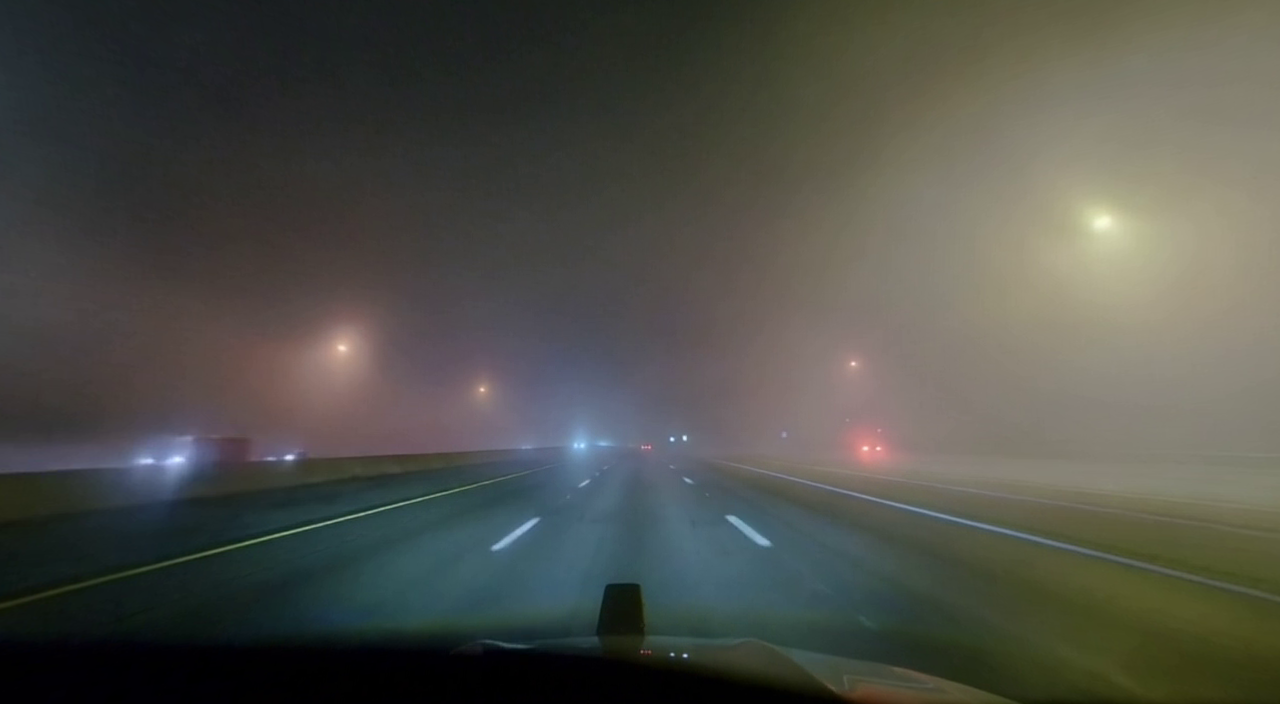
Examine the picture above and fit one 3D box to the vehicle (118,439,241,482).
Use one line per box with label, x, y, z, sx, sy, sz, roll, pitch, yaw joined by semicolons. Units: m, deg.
vehicle;-23.225;5.459;32.185;2.111;1.937;5.530;-1;-8;0
